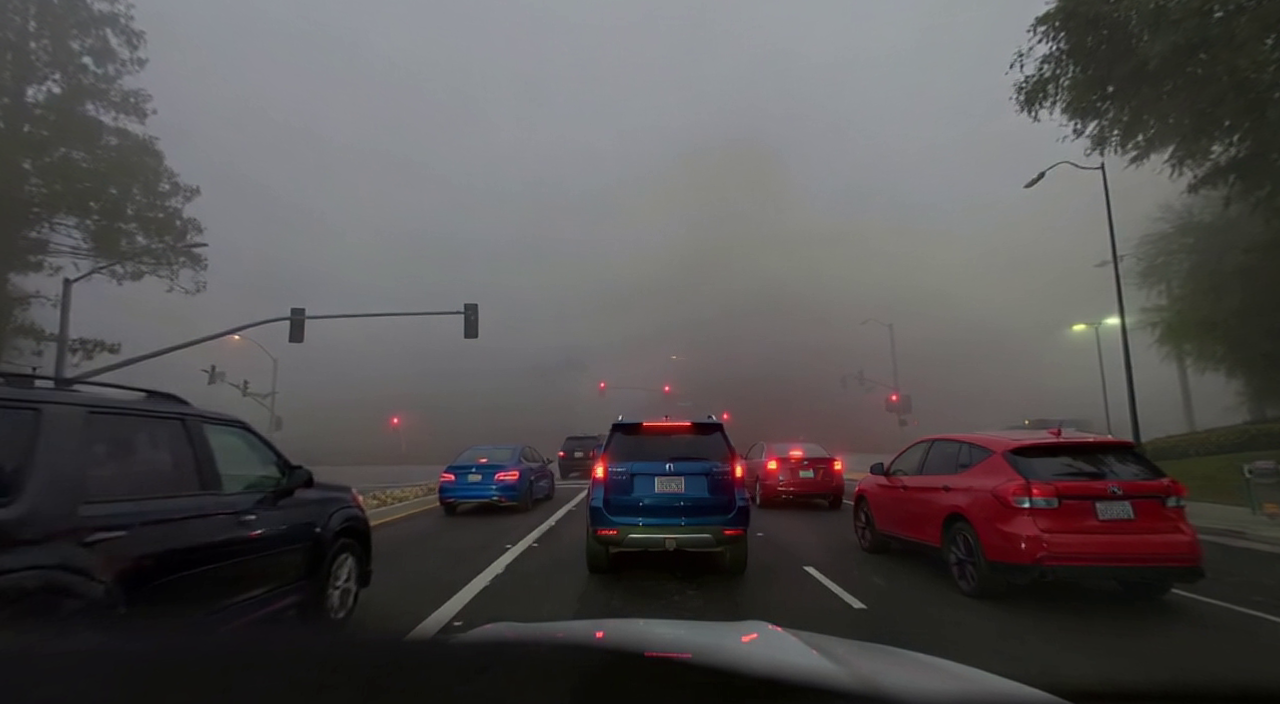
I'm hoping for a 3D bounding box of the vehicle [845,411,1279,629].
[{"bbox_3d":[3.900,1.538,6.735,1.954,1.592,3.992,0,-8,-2],"label":"vehicle"}]

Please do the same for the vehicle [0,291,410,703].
[{"bbox_3d":[-3.115,0.881,3.142,2.054,1.814,4.941,0,-8,0],"label":"vehicle"}]

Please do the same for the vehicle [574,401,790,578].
[{"bbox_3d":[0.417,1.704,8.587,2.172,1.764,4.338,0,-8,0],"label":"vehicle"}]

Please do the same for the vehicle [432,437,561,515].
[{"bbox_3d":[-3.037,2.713,14.343,1.876,1.497,4.308,0,-8,1],"label":"vehicle"}]
